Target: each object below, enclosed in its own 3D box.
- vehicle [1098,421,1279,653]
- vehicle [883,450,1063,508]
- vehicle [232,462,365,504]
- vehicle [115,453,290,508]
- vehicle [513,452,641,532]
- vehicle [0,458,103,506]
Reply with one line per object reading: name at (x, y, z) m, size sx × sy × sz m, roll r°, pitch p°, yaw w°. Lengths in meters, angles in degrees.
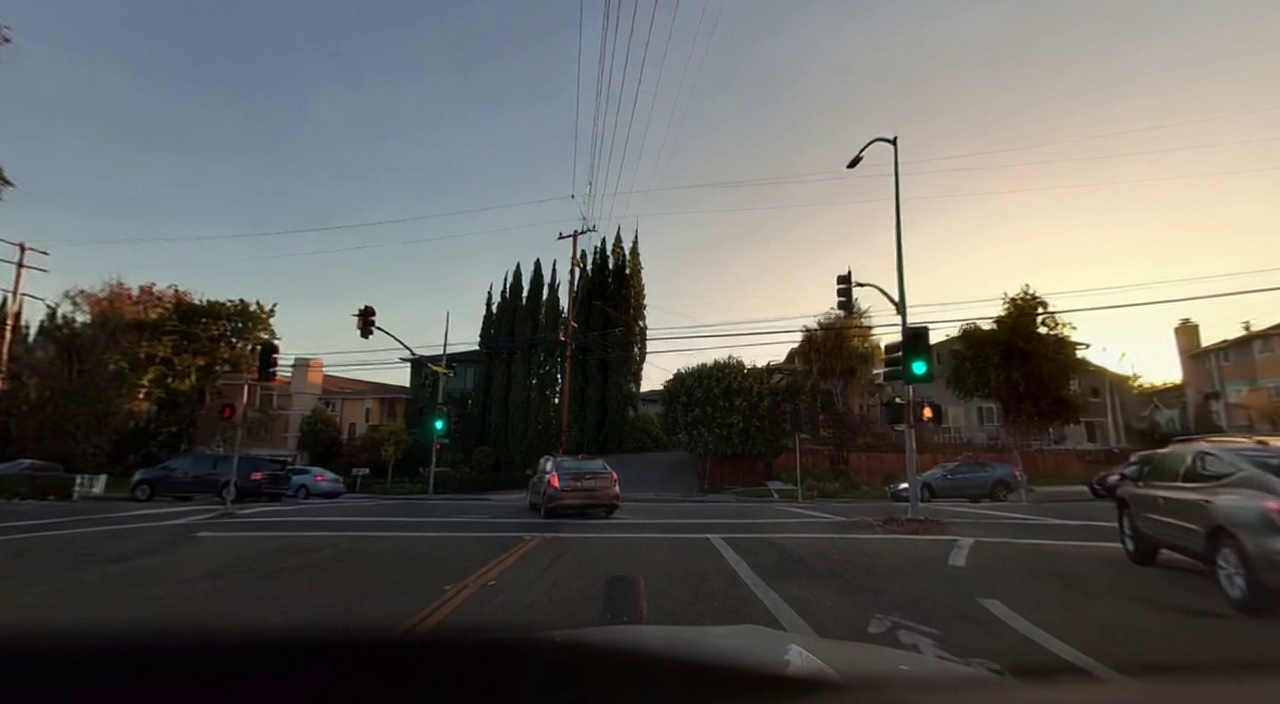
vehicle at (6.361, 1.595, 6.034) m, size 1.969 × 1.738 × 4.515 m, roll -3°, pitch -9°, yaw 21°
vehicle at (10.629, 4.078, 20.469) m, size 4.600 × 1.722 × 2.074 m, roll -1°, pitch -9°, yaw 5°
vehicle at (-13.645, 5.210, 25.306) m, size 4.343 × 1.492 × 2.063 m, roll -2°, pitch -9°, yaw 14°
vehicle at (-14.303, 4.173, 20.756) m, size 4.485 × 1.625 × 1.980 m, roll -1°, pitch -8°, yaw 8°
vehicle at (-1.687, 3.188, 15.087) m, size 2.078 × 1.506 × 4.512 m, roll 3°, pitch -9°, yaw -18°
vehicle at (-21.565, 4.430, 21.704) m, size 4.736 × 1.475 × 1.921 m, roll -1°, pitch -9°, yaw 9°
